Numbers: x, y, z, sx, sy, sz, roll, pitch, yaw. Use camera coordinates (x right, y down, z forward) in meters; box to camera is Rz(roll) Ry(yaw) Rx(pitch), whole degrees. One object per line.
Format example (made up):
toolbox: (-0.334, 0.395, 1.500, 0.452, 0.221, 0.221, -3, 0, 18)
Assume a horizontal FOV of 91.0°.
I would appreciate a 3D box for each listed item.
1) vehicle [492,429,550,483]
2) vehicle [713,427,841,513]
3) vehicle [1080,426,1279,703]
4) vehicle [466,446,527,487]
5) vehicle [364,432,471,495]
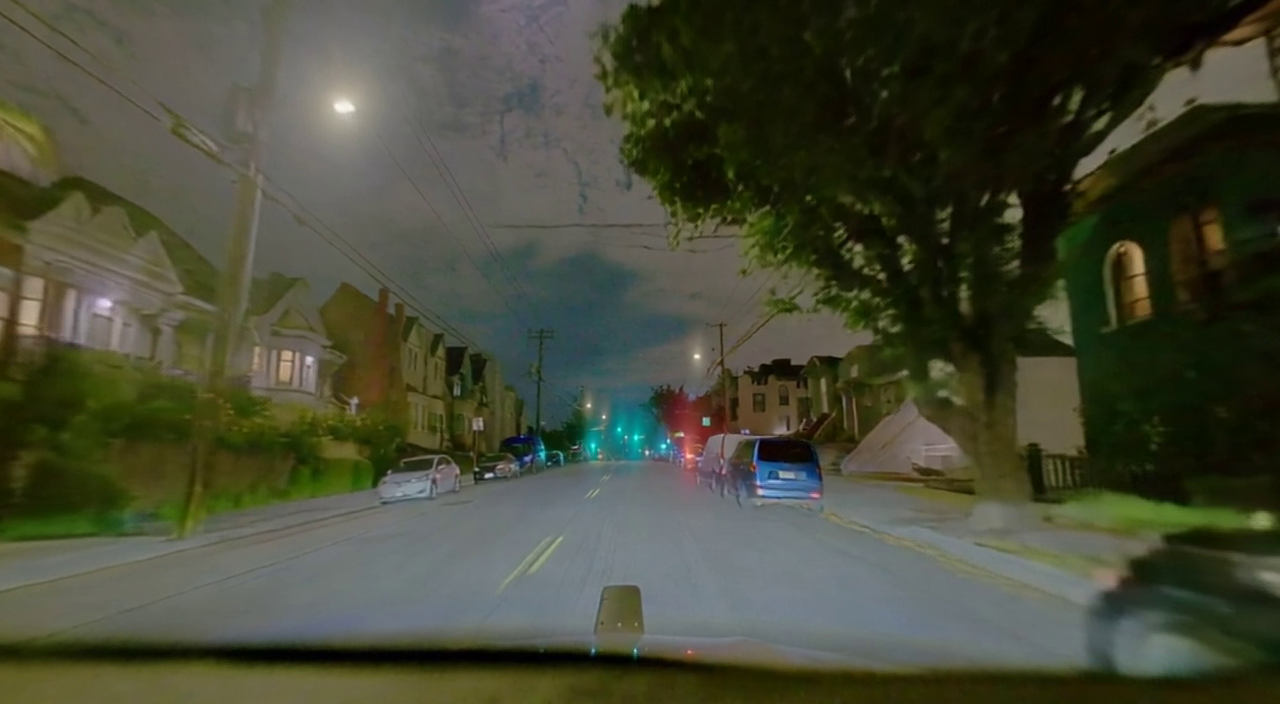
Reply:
vehicle: (-7.222, 6.314, 38.882, 2.508, 2.712, 5.809, 0, -4, -1)
vehicle: (3.140, 2.807, 15.525, 2.013, 1.775, 4.570, 0, -8, -1)
vehicle: (3.288, 0.776, 0.764, 1.990, 1.447, 4.682, 0, -8, -2)
vehicle: (-7.166, 5.705, 31.805, 2.027, 1.563, 4.594, -2, -5, 0)
vehicle: (-7.053, 3.505, 20.462, 1.874, 1.569, 4.318, 1, -4, 0)
